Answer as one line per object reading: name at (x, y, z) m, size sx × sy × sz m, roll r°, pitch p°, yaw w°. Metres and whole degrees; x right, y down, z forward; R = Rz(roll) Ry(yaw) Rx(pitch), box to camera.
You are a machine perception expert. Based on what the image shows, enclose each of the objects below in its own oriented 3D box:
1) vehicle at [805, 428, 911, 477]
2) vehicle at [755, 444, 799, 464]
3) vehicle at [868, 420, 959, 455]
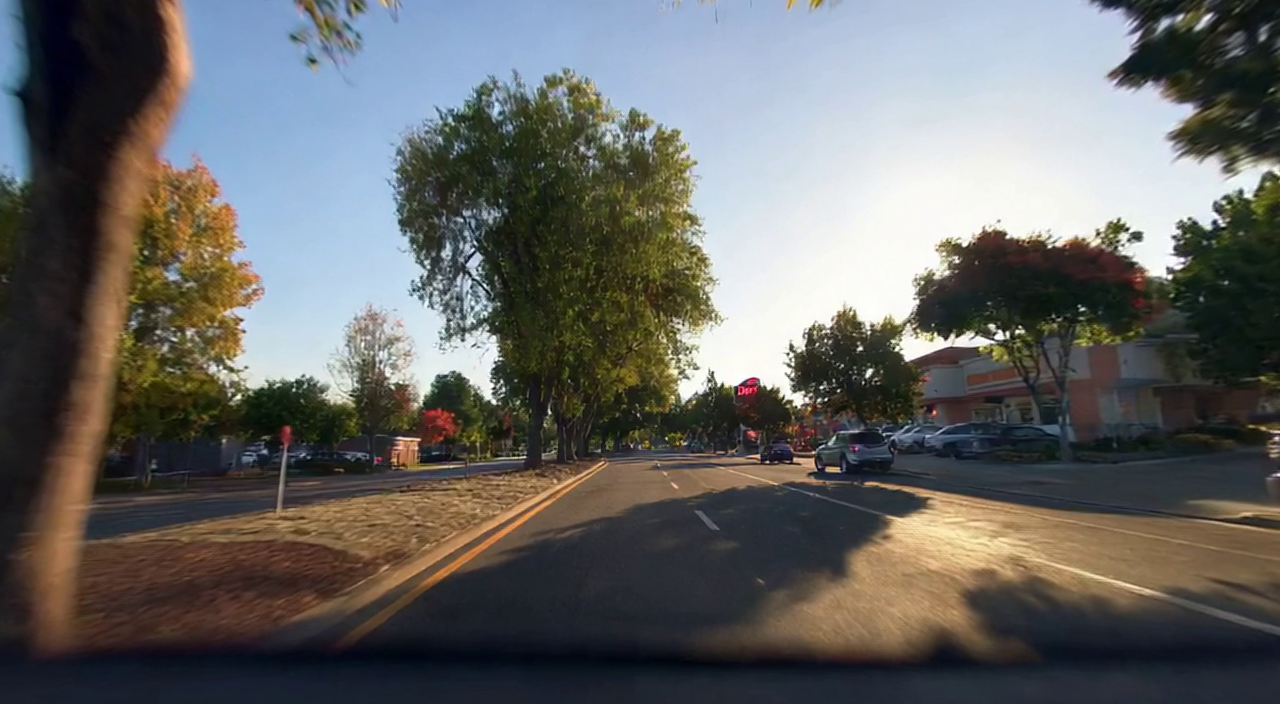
vehicle at (10.186, 4.758, 30.221) m, size 2.610 × 2.072 × 5.985 m, roll 0°, pitch -8°, yaw -3°
vehicle at (10.052, 7.509, 46.681) m, size 2.034 × 1.437 × 4.728 m, roll 0°, pitch -8°, yaw -2°
vehicle at (20.516, 6.438, 47.459) m, size 5.877 × 2.471 × 2.528 m, roll -5°, pitch -10°, yaw 30°
